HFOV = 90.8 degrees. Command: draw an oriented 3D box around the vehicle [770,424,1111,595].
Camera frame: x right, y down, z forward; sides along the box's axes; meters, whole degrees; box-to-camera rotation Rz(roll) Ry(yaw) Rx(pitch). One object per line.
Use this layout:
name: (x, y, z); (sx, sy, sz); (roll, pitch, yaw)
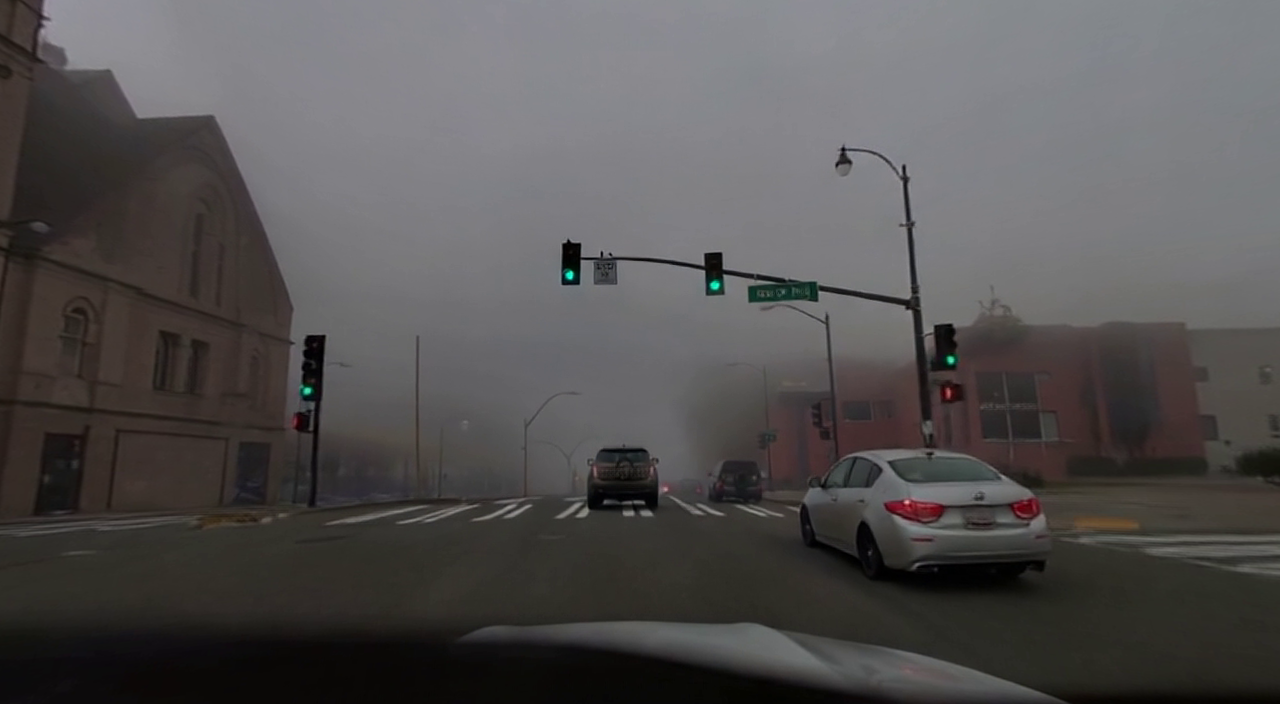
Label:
vehicle: (3.100, 1.708, 7.805); (1.883, 1.472, 4.471); (1, -8, -2)

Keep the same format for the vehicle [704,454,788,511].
vehicle: (3.135, 3.937, 19.549); (1.890, 1.491, 4.166); (0, -8, 0)

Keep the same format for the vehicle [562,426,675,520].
vehicle: (-0.437, 2.631, 14.273); (2.168, 1.776, 4.135); (0, -8, -1)

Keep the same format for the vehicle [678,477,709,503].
vehicle: (4.087, 10.400, 47.732); (2.027, 1.771, 4.470); (-1, -11, 9)
